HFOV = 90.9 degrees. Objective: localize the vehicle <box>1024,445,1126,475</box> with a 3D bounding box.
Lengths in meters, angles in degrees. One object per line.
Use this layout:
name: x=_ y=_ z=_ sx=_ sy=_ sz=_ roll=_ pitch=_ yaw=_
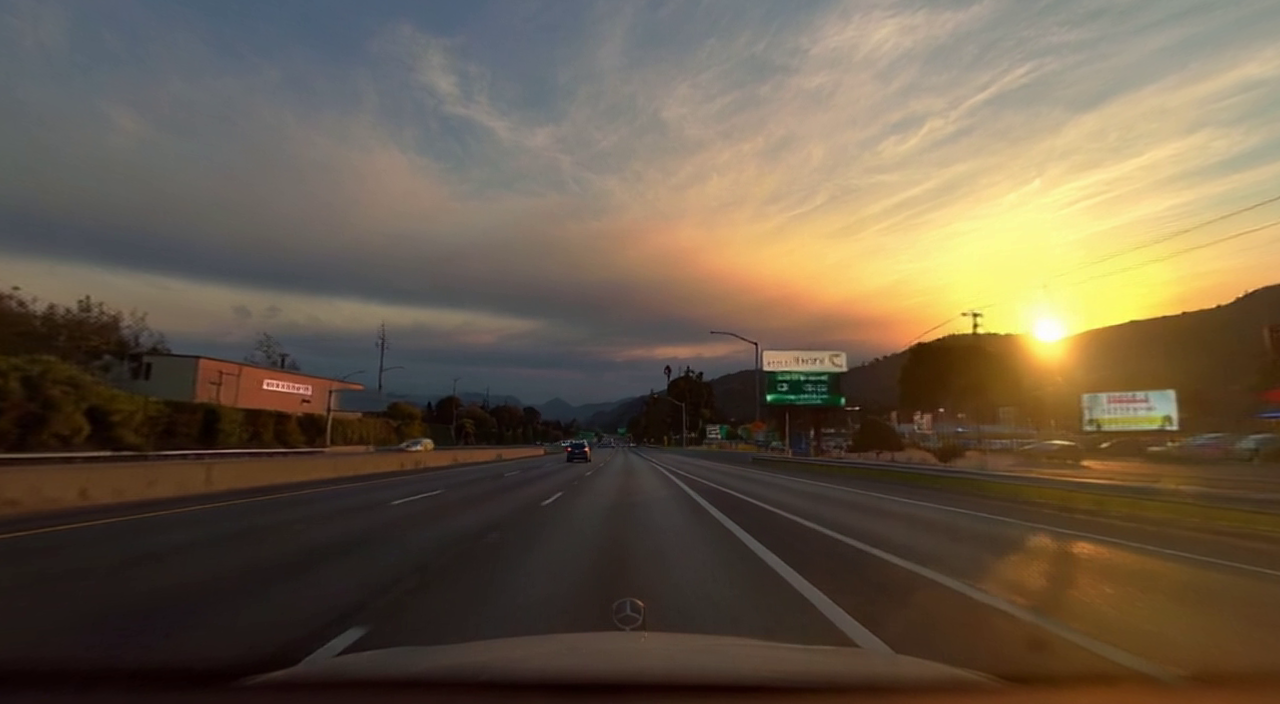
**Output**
vehicle: x=26.988 y=6.692 z=39.422 sx=1.972 sy=1.749 sz=5.464 roll=1 pitch=-8 yaw=-7
